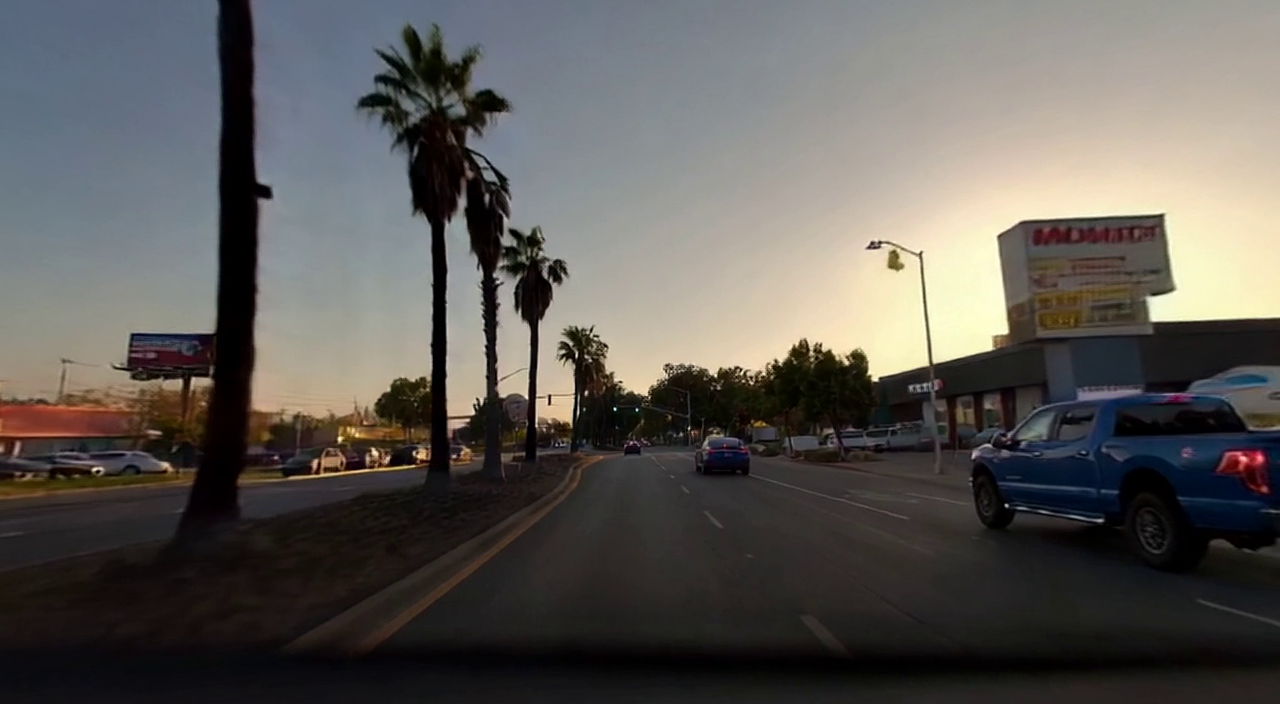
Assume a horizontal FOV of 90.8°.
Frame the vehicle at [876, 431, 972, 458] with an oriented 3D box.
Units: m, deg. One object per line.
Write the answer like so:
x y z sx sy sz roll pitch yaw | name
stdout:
19.852 6.491 44.259 5.804 1.683 2.529 -6 -9 28 | vehicle

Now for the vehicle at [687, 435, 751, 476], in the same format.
3.143 4.232 26.063 1.889 1.541 4.303 0 -8 -2 | vehicle

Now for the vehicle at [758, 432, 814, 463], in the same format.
10.170 6.735 44.631 2.417 2.061 5.980 0 -8 -1 | vehicle

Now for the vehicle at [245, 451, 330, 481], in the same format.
-19.454 6.283 35.171 1.871 1.519 5.002 0 -8 0 | vehicle

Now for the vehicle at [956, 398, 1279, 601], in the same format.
6.166 1.519 7.351 2.140 1.606 5.437 0 -8 0 | vehicle

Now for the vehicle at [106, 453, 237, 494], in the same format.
-19.389 5.027 26.490 1.900 1.481 4.684 0 -8 0 | vehicle

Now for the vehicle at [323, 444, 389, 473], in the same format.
-19.172 7.179 42.957 2.066 1.825 5.291 0 -8 0 | vehicle

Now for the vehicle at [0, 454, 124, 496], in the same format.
-24.320 5.011 26.083 1.899 1.499 4.911 0 -8 -1 | vehicle
